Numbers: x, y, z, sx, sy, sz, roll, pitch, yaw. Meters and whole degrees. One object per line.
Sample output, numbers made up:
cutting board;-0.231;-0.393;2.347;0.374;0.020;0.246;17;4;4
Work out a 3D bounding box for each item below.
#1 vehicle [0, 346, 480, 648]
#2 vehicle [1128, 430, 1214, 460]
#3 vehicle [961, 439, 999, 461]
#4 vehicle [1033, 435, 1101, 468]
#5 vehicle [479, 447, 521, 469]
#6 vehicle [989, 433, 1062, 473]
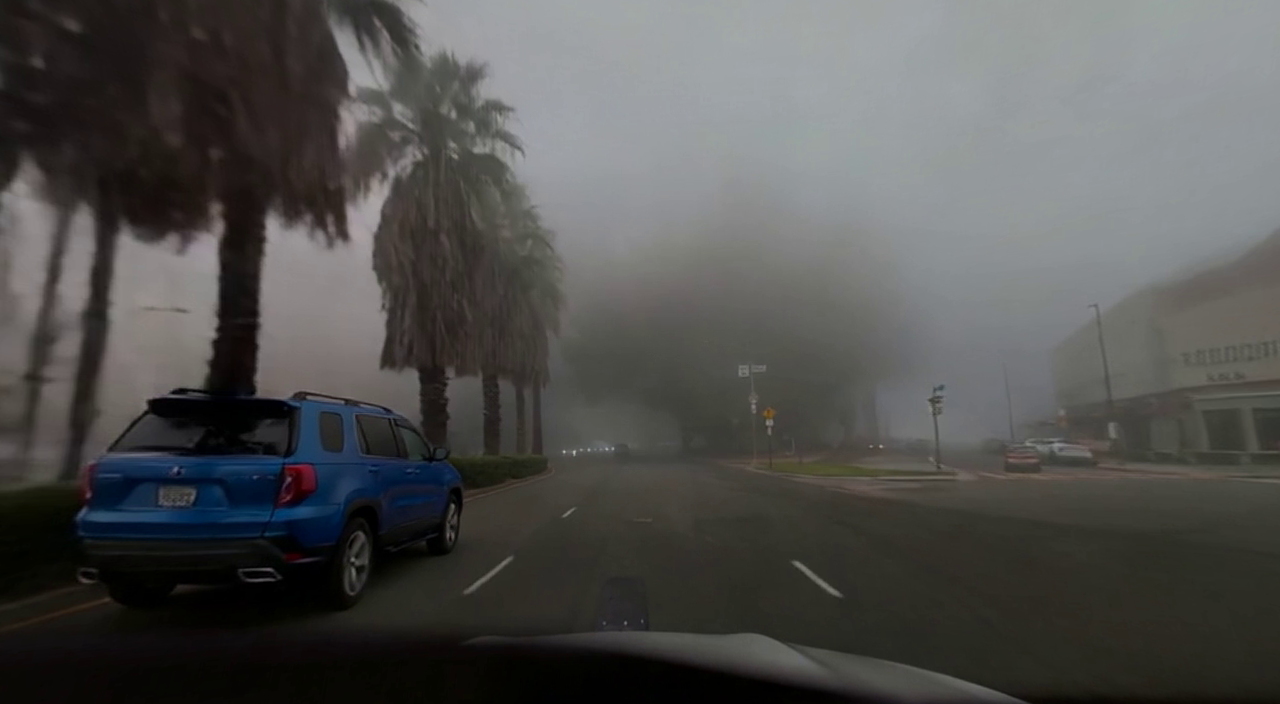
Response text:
vehicle;-3.326;1.284;6.484;2.152;1.987;4.527;0;-9;0
vehicle;34.658;6.068;41.151;4.722;1.906;1.898;3;-9;-18
vehicle;26.444;7.657;49.064;1.982;1.611;4.314;-3;-9;21
vehicle;25.746;5.998;38.210;2.162;1.806;5.704;-4;-9;22
vehicle;-9.991;7.590;45.286;1.947;1.511;4.224;0;-9;1
vehicle;19.302;5.070;31.780;2.180;1.808;4.462;-3;-9;20
